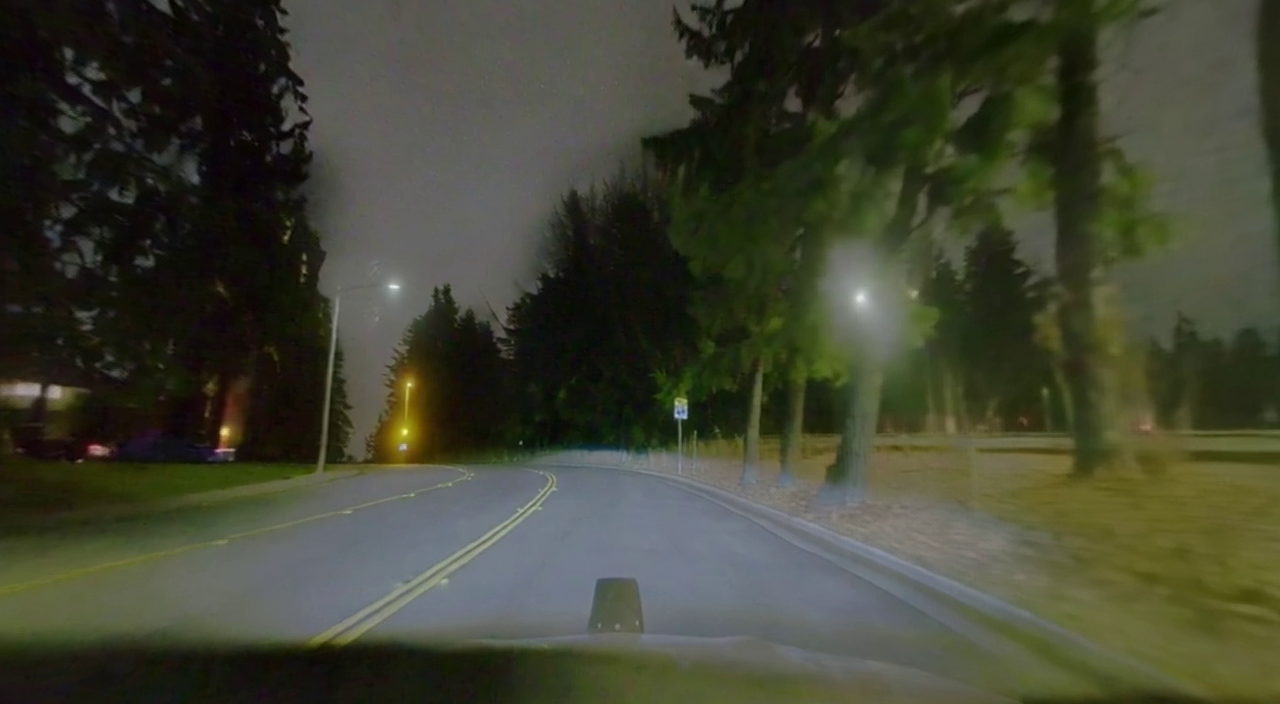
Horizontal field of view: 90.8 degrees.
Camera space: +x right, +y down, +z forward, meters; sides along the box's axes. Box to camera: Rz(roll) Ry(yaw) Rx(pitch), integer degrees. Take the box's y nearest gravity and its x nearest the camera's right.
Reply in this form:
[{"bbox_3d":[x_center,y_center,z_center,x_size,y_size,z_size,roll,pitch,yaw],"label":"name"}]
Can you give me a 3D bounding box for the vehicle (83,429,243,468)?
[{"bbox_3d":[-22.918,4.686,30.616,5.613,1.775,2.357,1,-9,-6],"label":"vehicle"}]
